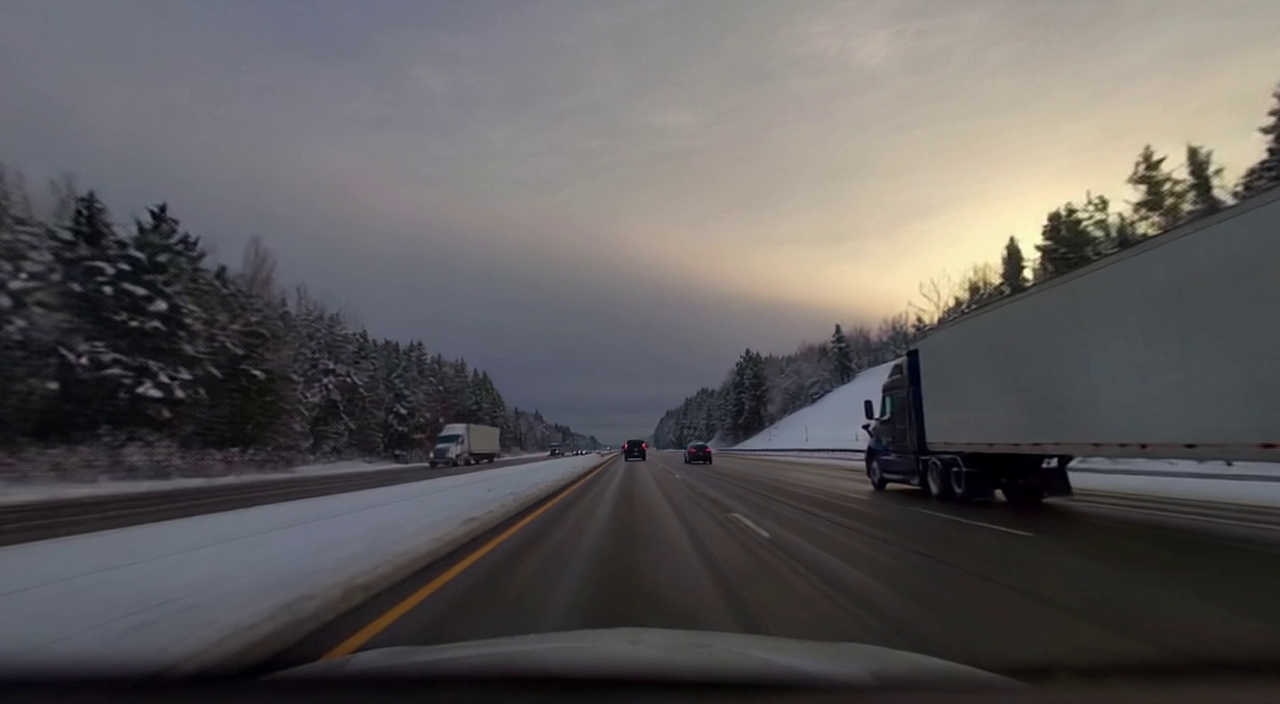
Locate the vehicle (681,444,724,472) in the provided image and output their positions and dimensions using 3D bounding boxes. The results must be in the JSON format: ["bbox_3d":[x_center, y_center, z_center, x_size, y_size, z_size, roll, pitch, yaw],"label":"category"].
[{"bbox_3d":[3.629,6.248,37.222,2.025,1.534,4.179,0,-9,-2],"label":"vehicle"}]

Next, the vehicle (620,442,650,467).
[{"bbox_3d":[-0.364,7.476,45.954,2.114,1.706,4.106,0,-9,-1],"label":"vehicle"}]

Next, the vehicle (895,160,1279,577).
[{"bbox_3d":[7.806,0.413,7.867,3.044,4.073,14.016,0,-9,-1],"label":"vehicle"}]
